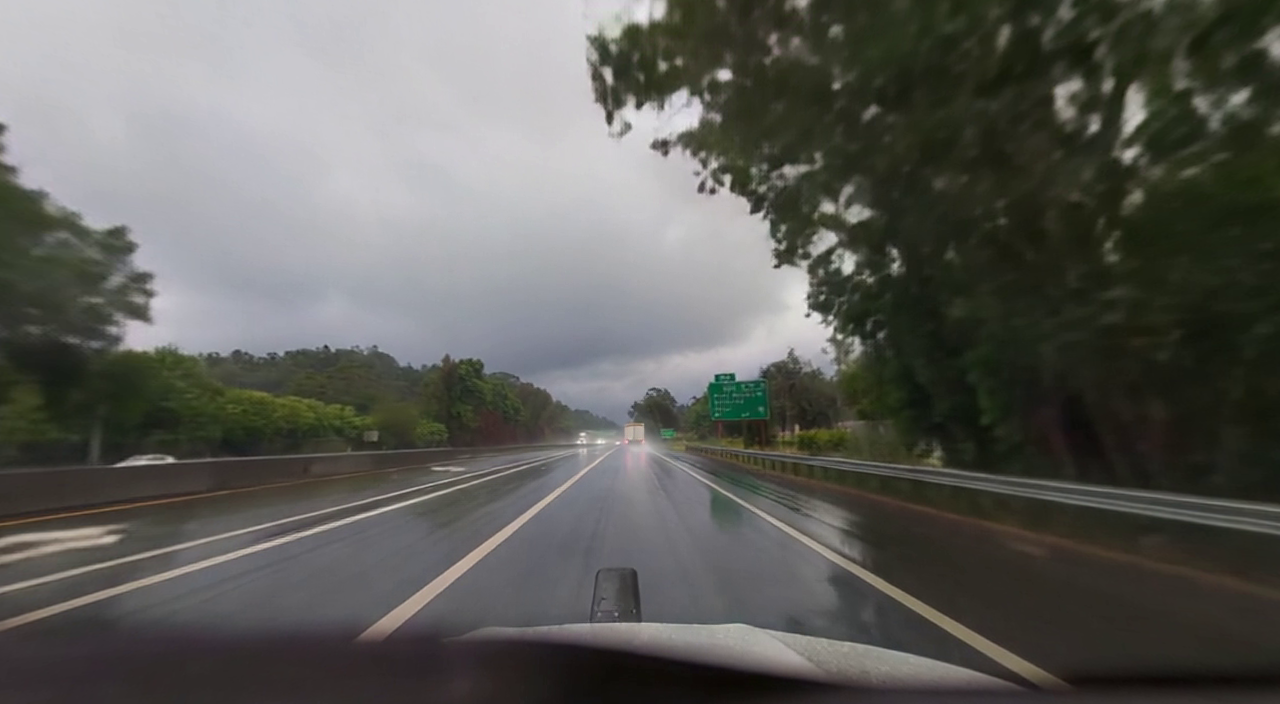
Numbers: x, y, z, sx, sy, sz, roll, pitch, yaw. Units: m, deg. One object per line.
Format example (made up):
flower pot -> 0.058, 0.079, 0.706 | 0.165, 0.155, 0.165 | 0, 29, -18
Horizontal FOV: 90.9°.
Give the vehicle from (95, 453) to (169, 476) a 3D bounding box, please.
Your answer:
vehicle -> -38.004, 8.402, 47.250 | 1.758, 1.468, 4.105 | -1, -8, 9
